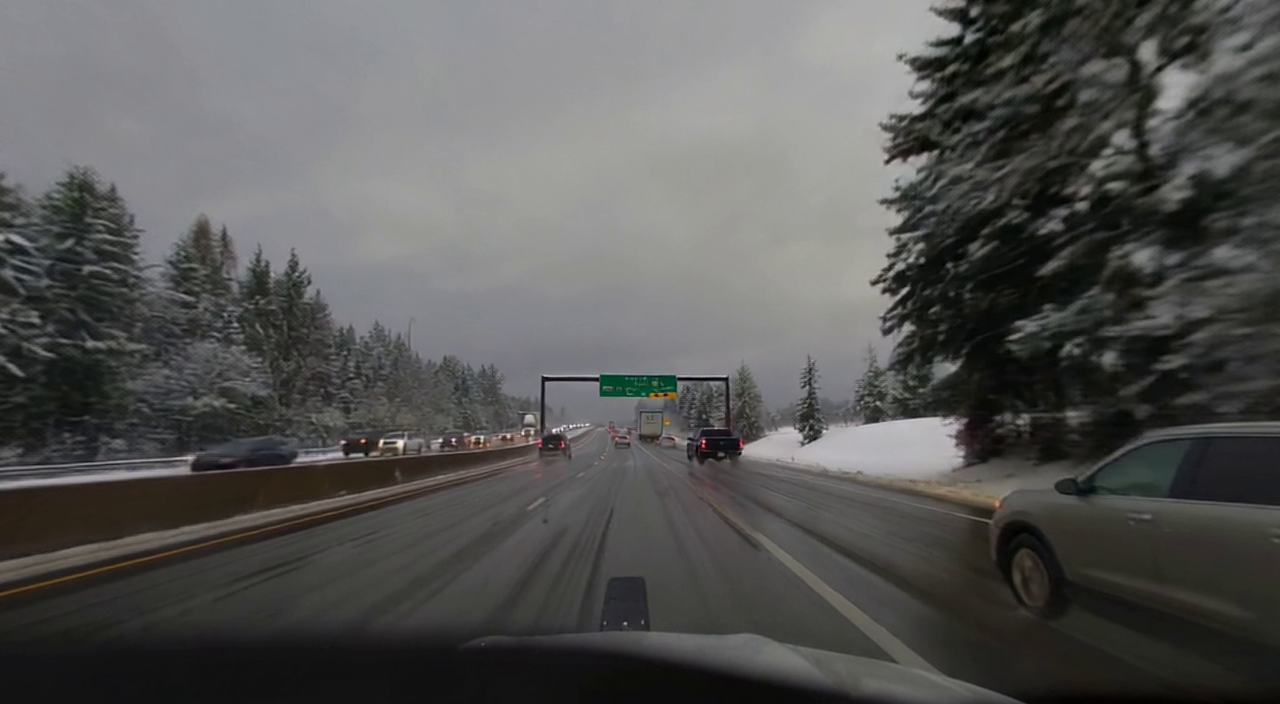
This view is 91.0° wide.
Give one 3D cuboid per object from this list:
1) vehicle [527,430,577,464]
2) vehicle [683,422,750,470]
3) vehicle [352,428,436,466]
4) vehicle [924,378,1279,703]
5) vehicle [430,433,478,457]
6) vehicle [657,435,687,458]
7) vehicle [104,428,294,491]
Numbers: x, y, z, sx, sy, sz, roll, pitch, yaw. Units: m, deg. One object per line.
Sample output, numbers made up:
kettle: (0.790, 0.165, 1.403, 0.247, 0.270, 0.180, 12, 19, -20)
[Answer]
vehicle: (-4.605, 5.019, 33.453, 2.058, 1.689, 4.315, 0, -8, 0)
vehicle: (3.291, 4.188, 28.280, 2.207, 1.937, 5.610, 0, -8, -1)
vehicle: (-10.854, 4.226, 28.116, 1.948, 1.538, 4.322, 0, -8, 1)
vehicle: (3.651, 0.986, 3.437, 2.127, 1.497, 4.445, 0, -8, 0)
vehicle: (-11.472, 5.762, 39.024, 1.727, 1.433, 3.940, 0, -8, 0)
vehicle: (2.119, 6.461, 43.054, 1.844, 1.462, 3.736, 0, -8, 0)
vehicle: (-11.767, 2.879, 17.265, 2.117, 1.498, 4.271, 0, -8, 0)
